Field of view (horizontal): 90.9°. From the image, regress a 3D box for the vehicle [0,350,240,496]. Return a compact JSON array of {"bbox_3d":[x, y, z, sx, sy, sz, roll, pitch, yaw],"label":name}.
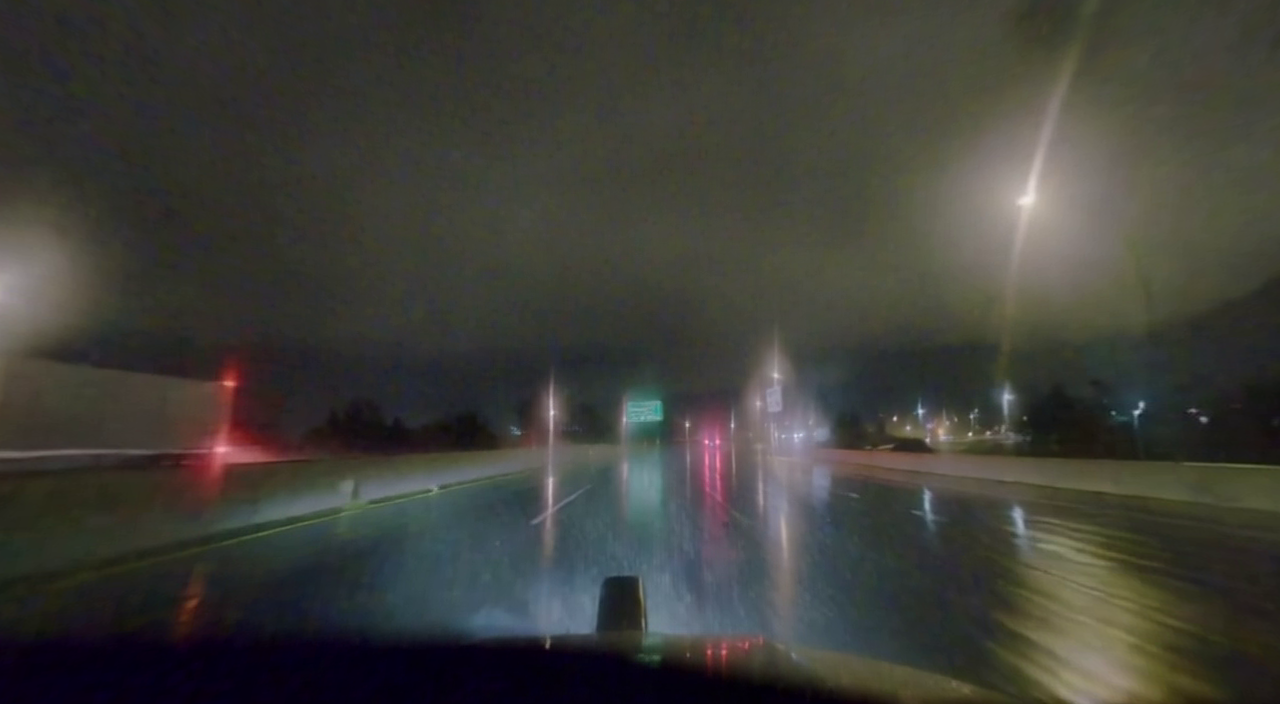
[{"bbox_3d":[-19.022,2.040,17.919,2.915,3.953,18.794,0,-8,1],"label":"vehicle"}]
